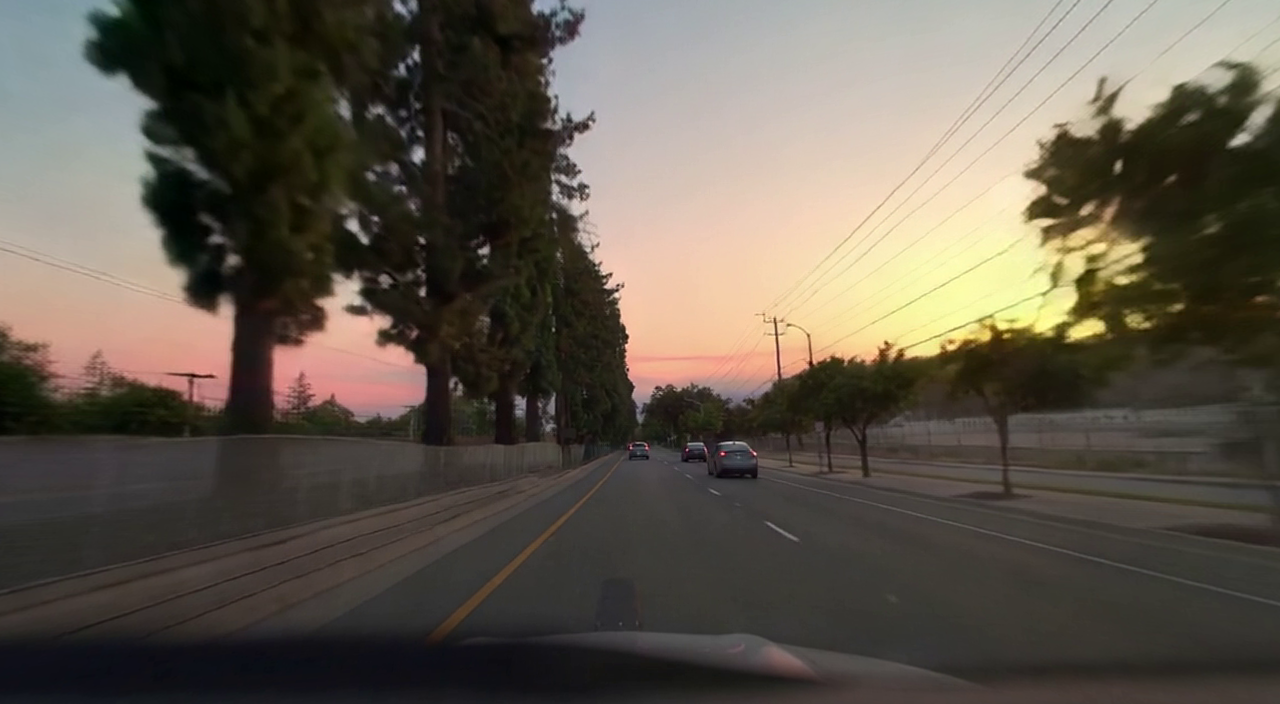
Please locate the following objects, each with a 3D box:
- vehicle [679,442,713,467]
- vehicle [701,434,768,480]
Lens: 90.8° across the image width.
[{"bbox_3d":[3.892,7.167,44.463,2.012,1.653,4.115,0,-9,-1],"label":"vehicle"},{"bbox_3d":[4.045,4.615,27.924,2.112,1.825,4.574,0,-9,-2],"label":"vehicle"}]
